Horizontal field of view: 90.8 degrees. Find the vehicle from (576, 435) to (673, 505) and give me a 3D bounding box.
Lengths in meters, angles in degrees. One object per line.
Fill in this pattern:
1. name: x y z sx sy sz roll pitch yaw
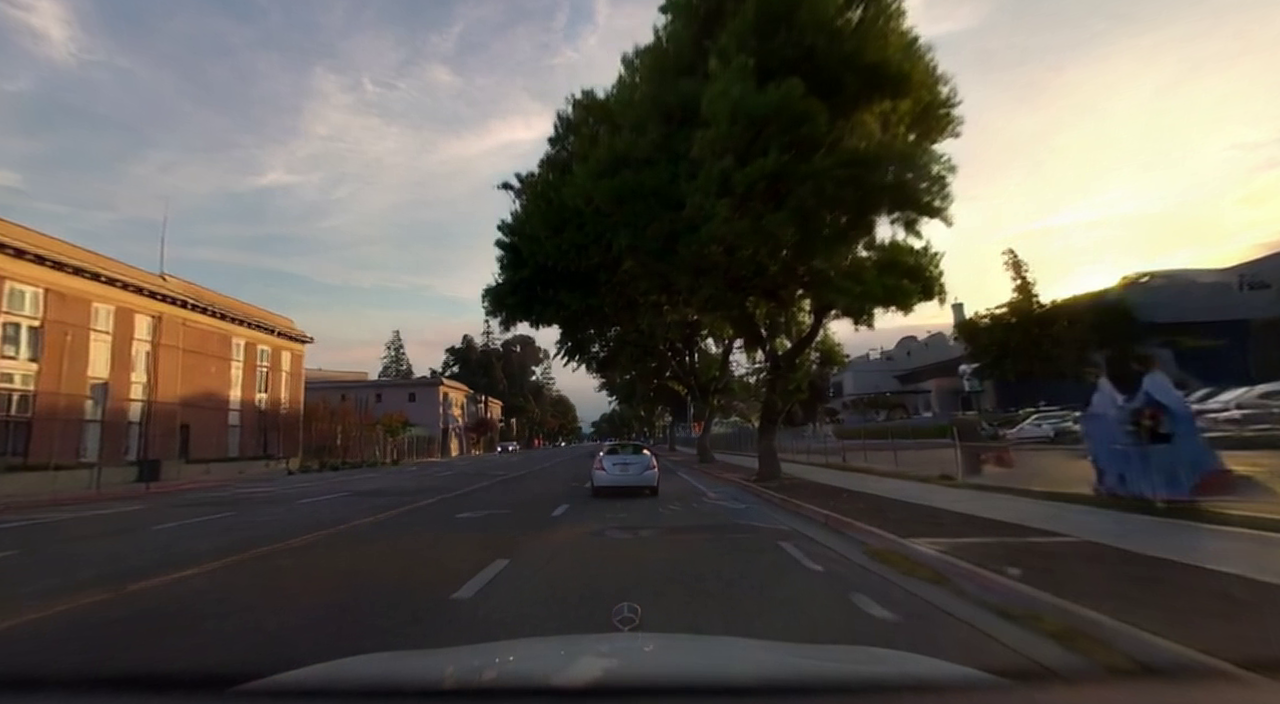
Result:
1. vehicle: -0.404 2.888 15.963 2.116 1.479 4.358 0 -8 -2
